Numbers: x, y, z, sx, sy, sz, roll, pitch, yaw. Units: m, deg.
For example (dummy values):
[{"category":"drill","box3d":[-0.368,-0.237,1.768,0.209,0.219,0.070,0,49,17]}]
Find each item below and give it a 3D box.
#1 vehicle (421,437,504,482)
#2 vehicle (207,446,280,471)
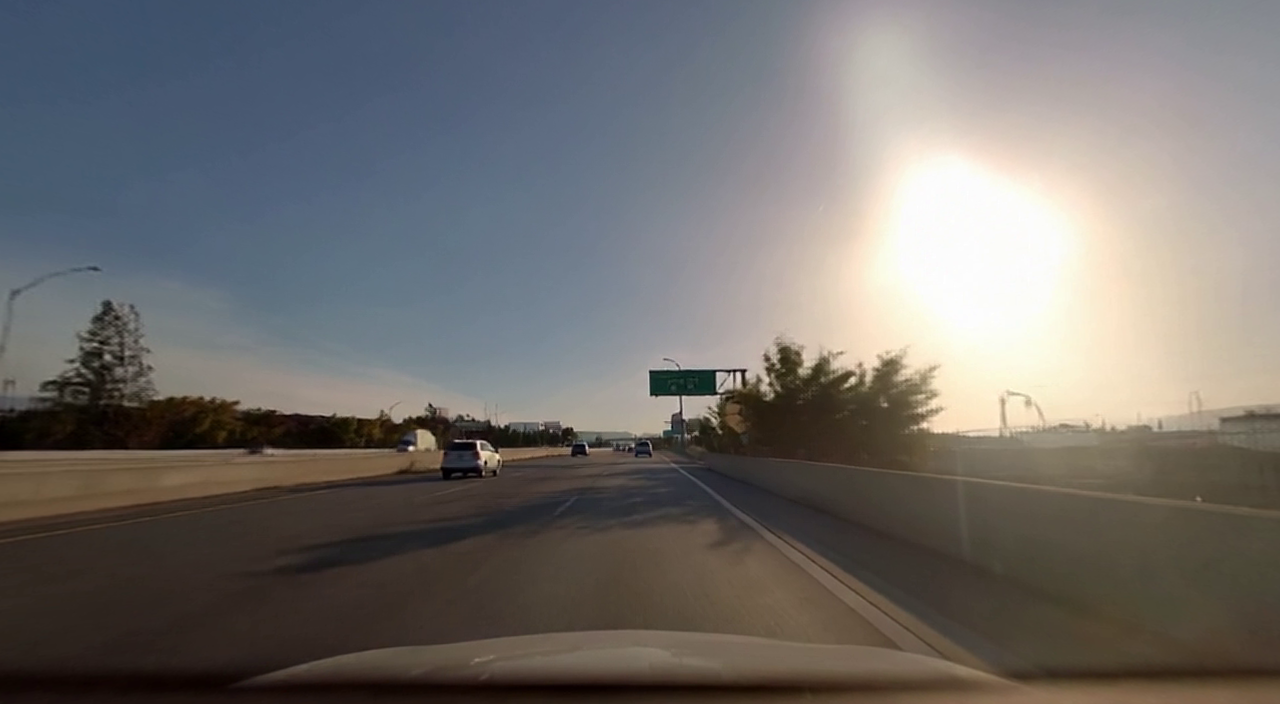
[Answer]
[{"category":"vehicle","box3d":[-7.167,4.371,26.040,2.088,1.678,4.426,0,-8,1]},{"category":"vehicle","box3d":[-28.309,7.591,45.226,1.962,1.595,4.953,0,-8,1]}]
